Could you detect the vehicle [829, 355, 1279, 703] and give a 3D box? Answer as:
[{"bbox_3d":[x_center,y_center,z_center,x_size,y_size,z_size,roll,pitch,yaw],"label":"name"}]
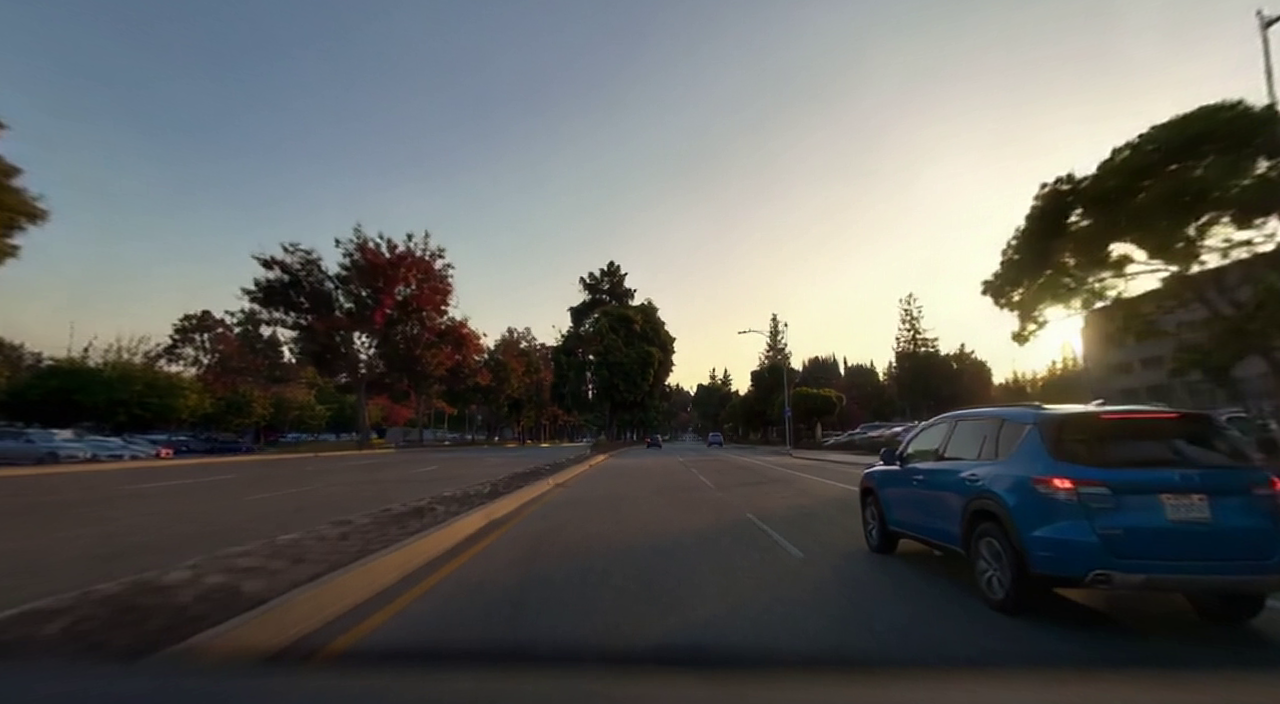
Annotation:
[{"bbox_3d":[3.156,1.146,4.860,2.060,1.665,4.284,0,-8,0],"label":"vehicle"}]
